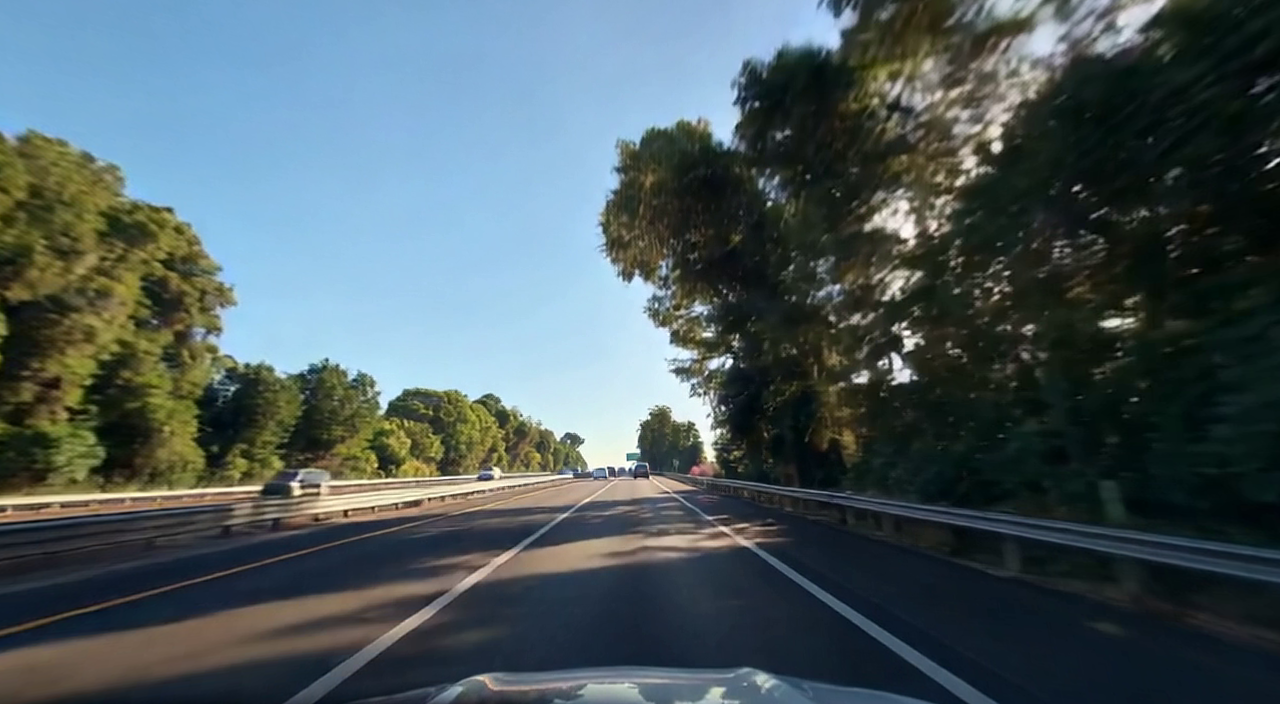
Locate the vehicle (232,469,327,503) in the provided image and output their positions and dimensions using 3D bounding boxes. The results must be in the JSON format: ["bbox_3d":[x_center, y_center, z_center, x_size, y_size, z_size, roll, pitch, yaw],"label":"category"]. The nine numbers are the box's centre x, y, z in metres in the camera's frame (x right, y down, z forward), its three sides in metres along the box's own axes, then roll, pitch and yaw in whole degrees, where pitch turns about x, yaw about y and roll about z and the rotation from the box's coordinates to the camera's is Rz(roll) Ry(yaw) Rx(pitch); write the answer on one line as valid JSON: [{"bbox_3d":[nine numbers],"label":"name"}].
[{"bbox_3d":[-17.137,6.364,30.226,1.839,1.459,4.457,1,-11,1],"label":"vehicle"}]
